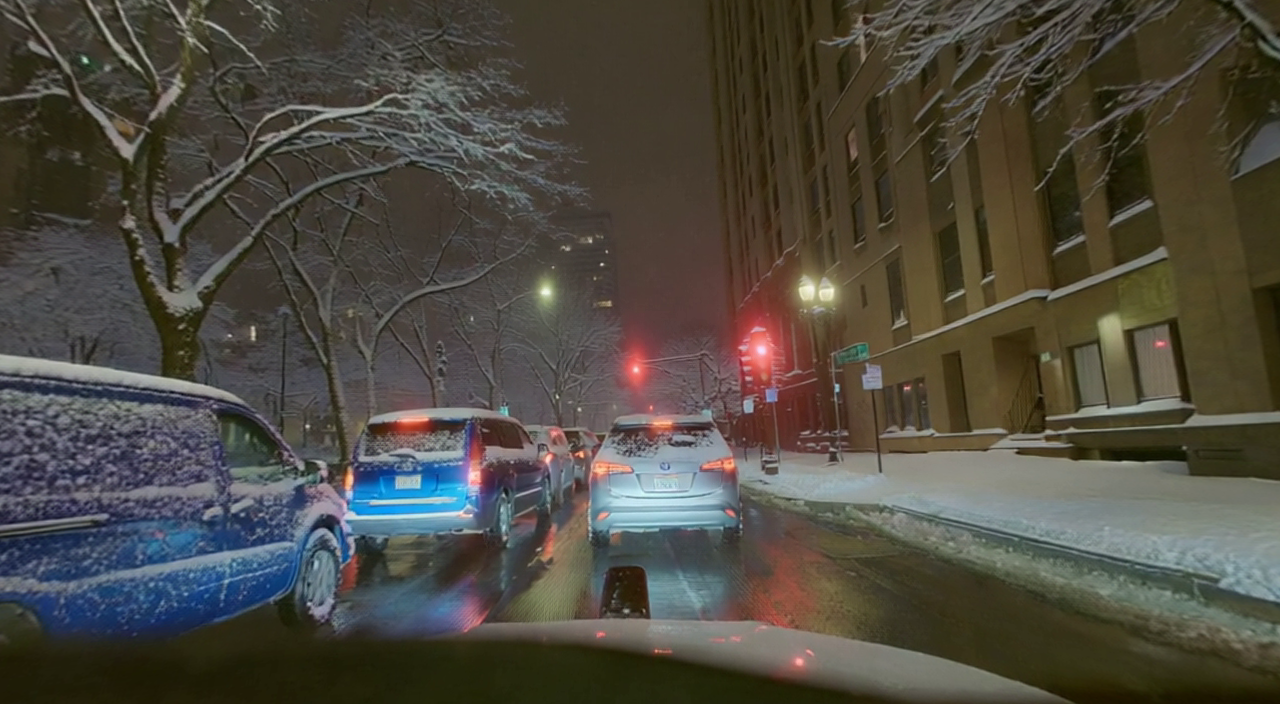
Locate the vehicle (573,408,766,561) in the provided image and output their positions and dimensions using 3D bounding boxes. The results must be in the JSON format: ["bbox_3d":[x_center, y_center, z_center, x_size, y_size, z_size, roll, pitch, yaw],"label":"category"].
[{"bbox_3d":[0.359,1.811,9.254,2.205,1.727,3.917,0,-8,1],"label":"vehicle"}]

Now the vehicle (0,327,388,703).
[{"bbox_3d":[-3.177,0.979,3.481,1.940,1.722,3.823,0,-8,0],"label":"vehicle"}]

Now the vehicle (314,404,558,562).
[{"bbox_3d":[-2.654,1.841,9.607,2.124,1.799,4.587,0,-8,1],"label":"vehicle"}]
